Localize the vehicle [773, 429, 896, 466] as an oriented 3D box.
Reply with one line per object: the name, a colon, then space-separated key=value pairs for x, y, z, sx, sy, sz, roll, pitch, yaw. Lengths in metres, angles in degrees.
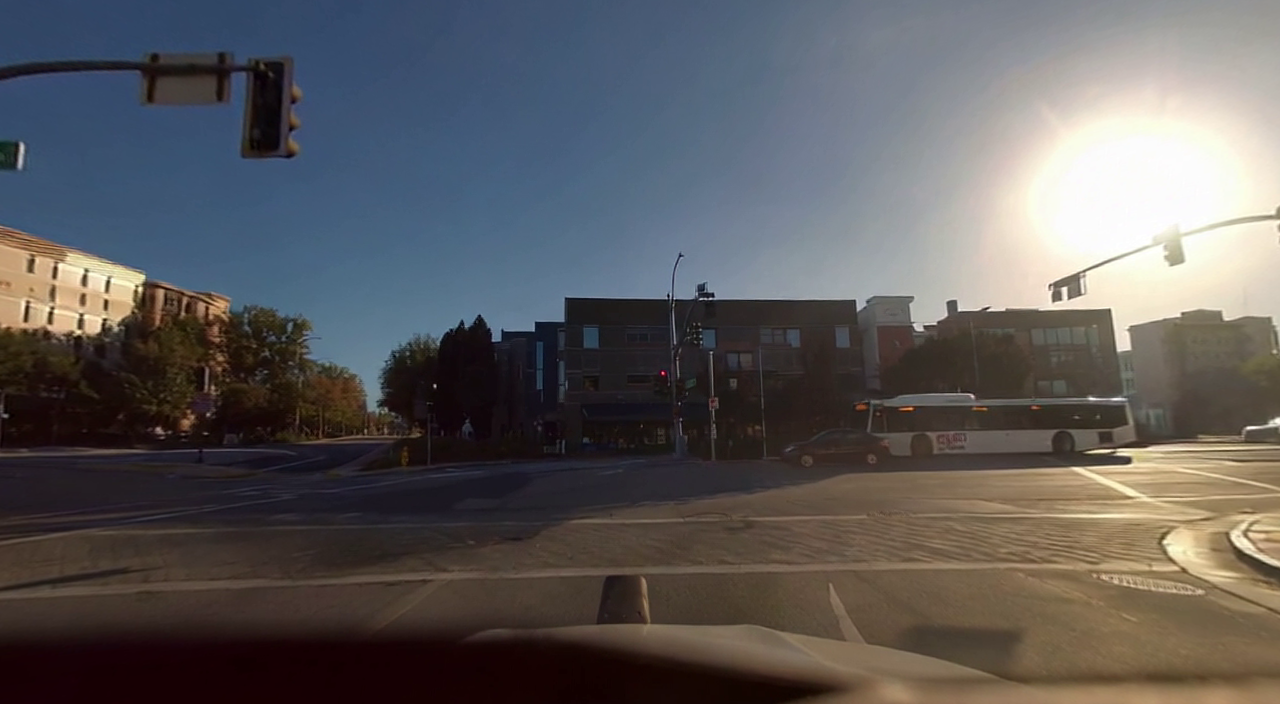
vehicle: x=8.094 y=4.007 z=26.350 sx=4.538 sy=1.461 sz=1.805 roll=0 pitch=-9 yaw=-2

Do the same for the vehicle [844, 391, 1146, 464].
vehicle: x=16.901 y=3.709 z=30.603 sx=12.822 sy=3.296 sz=3.033 roll=0 pitch=-9 yaw=-1
